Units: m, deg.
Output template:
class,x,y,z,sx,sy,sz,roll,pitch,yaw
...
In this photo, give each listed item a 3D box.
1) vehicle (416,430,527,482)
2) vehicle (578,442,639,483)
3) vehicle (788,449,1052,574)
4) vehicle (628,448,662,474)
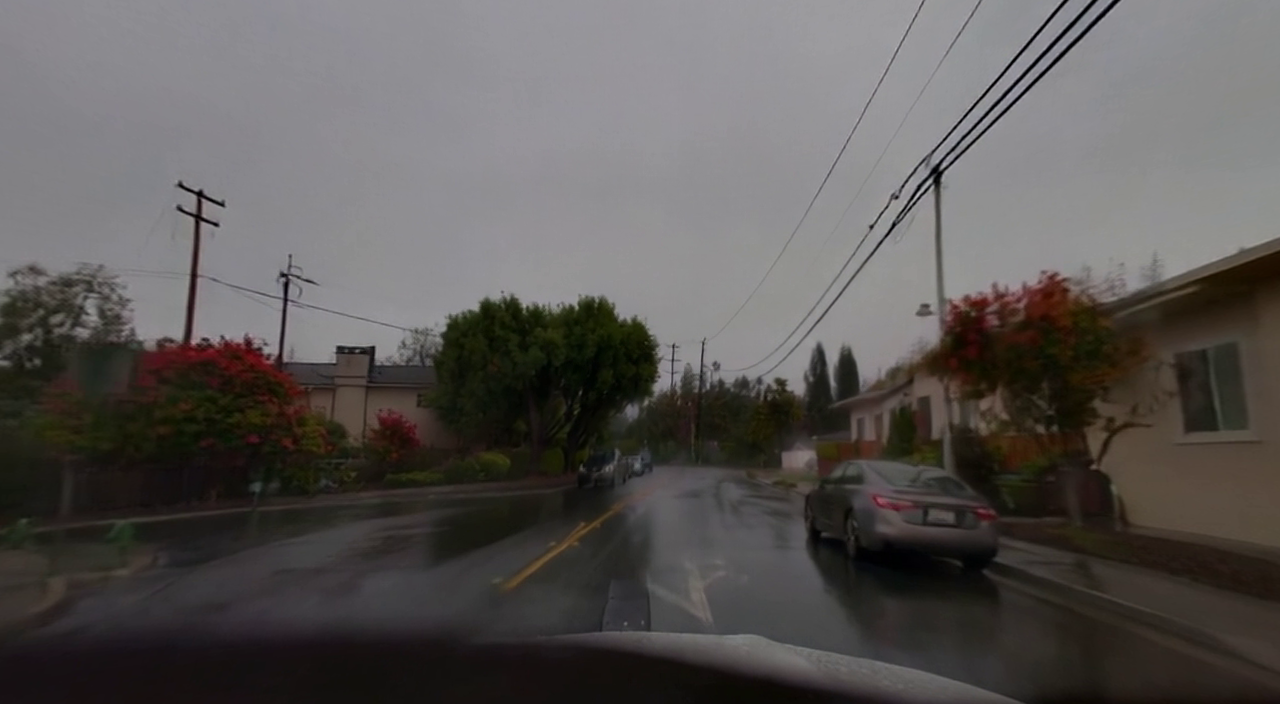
class,x,y,z,sx,sy,sz,roll,pitch,yaw
vehicle,-9.544,5.973,36.145,5.828,2.818,2.231,2,-10,-12
vehicle,-1.504,5.754,32.898,2.463,1.951,5.794,-1,-10,4
vehicle,3.968,2.351,10.182,2.151,1.468,5.066,0,-10,3
vehicle,0.441,8.488,49.141,2.139,1.882,4.635,-1,-10,7
